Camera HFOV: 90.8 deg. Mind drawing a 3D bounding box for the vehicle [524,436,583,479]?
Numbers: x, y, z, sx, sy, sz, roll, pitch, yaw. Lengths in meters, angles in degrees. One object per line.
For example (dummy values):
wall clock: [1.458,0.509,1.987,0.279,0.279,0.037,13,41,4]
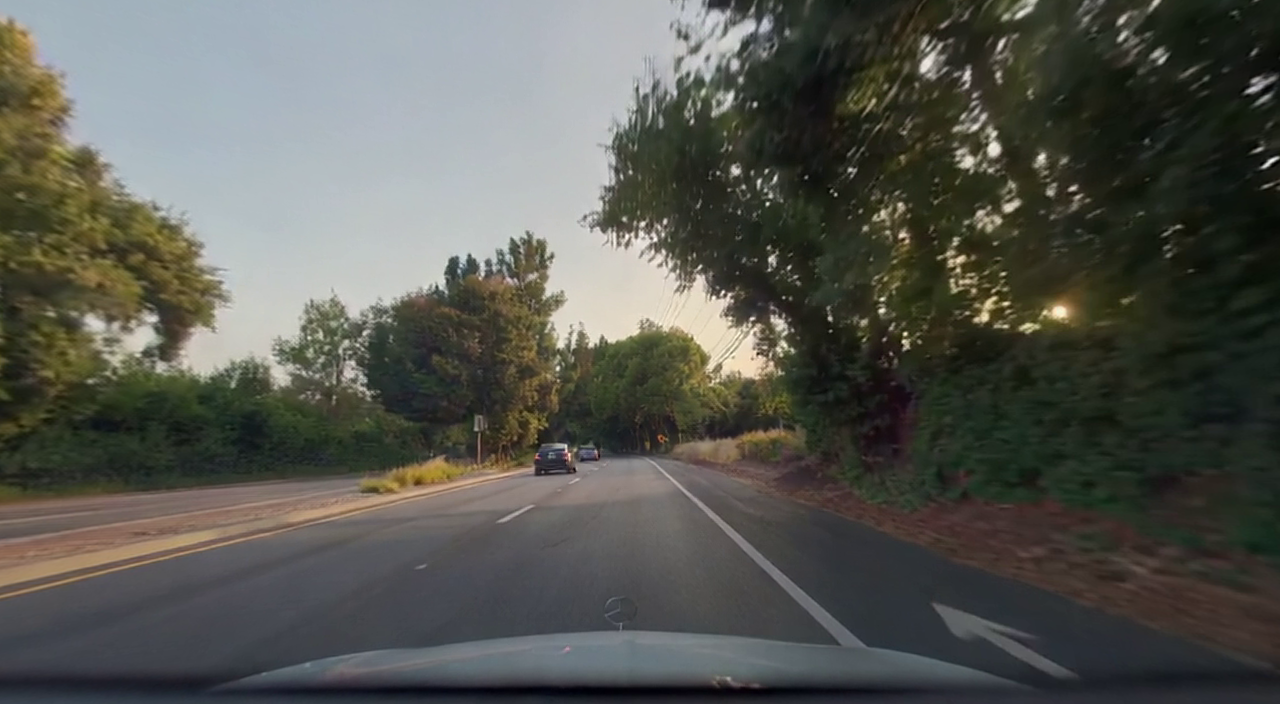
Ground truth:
vehicle: [-4.184,5.188,31.361,2.246,1.885,5.275,-1,-9,-1]
